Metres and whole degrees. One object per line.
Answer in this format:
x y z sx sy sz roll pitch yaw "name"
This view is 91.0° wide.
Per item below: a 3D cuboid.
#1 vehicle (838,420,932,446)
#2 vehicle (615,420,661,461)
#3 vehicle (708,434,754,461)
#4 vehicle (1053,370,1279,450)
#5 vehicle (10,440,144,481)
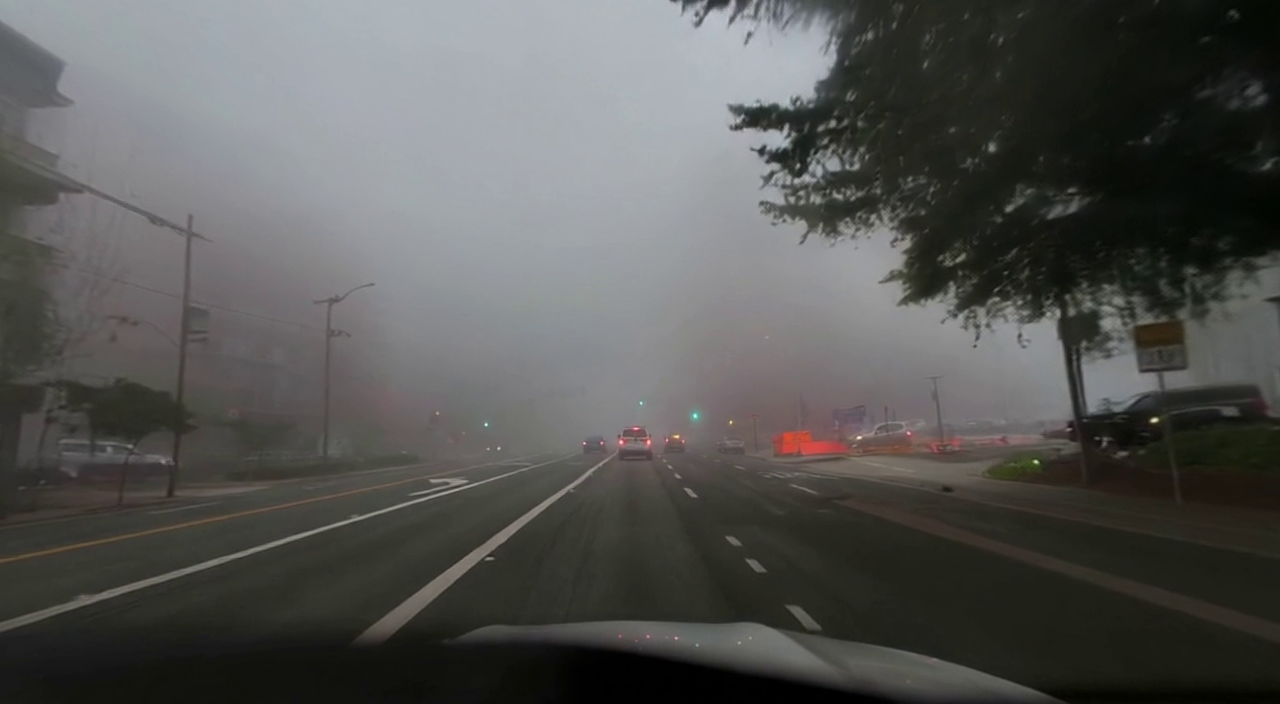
15.005 5.003 38.663 4.986 1.467 2.025 -6 -10 34 "vehicle"
-0.164 5.004 35.421 2.350 2.122 5.801 0 -8 -1 "vehicle"
5.297 5.606 37.143 2.145 1.503 4.267 0 -8 1 "vehicle"
16.029 1.868 19.001 5.631 2.106 2.298 -6 -11 38 "vehicle"
-27.942 5.335 31.362 2.023 1.885 4.626 -8 -11 42 "vehicle"
